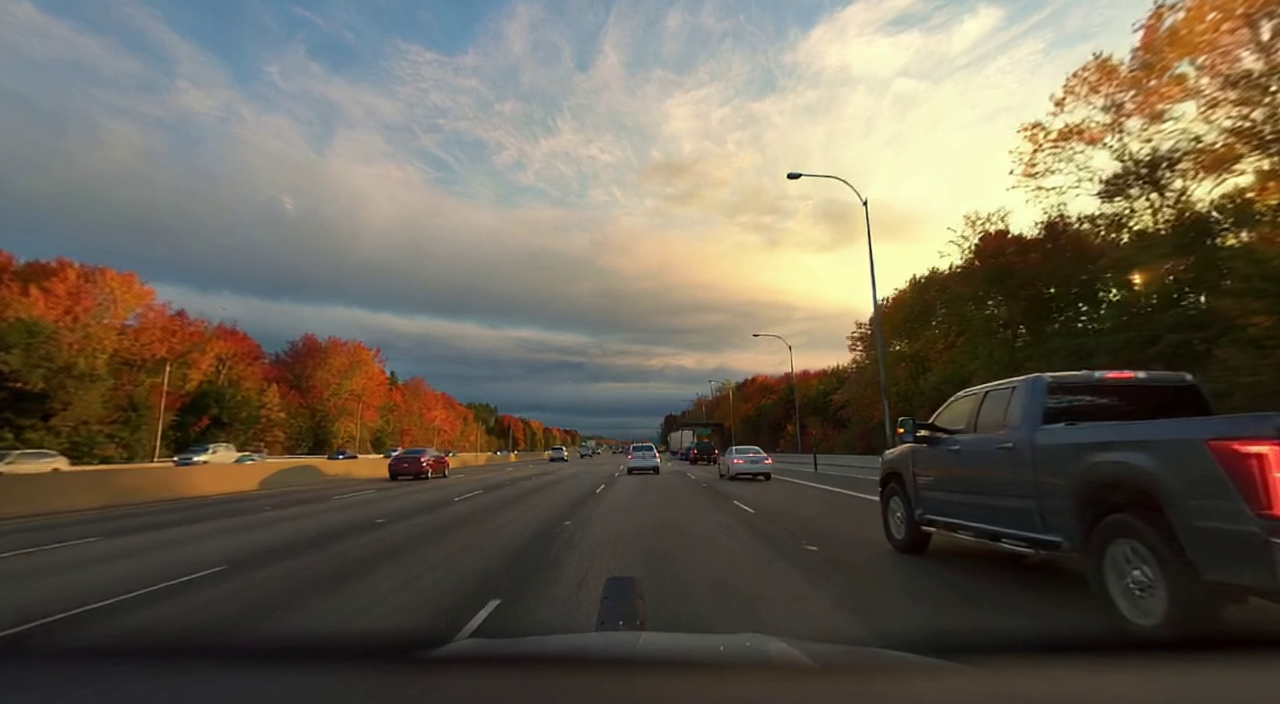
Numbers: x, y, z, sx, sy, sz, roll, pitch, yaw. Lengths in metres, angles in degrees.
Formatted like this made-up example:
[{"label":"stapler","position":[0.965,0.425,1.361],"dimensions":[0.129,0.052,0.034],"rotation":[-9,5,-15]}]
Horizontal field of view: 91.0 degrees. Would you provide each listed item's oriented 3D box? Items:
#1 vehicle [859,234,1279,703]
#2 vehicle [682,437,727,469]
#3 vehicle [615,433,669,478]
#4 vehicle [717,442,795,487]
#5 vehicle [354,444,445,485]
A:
[{"label":"vehicle","position":[3.818,0.821,4.002],"dimensions":[2.521,2.101,6.467],"rotation":[0,-9,0]},{"label":"vehicle","position":[4.230,6.785,42.390],"dimensions":[2.388,1.998,5.749],"rotation":[0,-9,0]},{"label":"vehicle","position":[0.131,4.992,30.530],"dimensions":[2.372,1.957,5.121],"rotation":[0,-9,1]},{"label":"vehicle","position":[4.270,4.233,24.055],"dimensions":[2.057,1.508,4.767],"rotation":[0,-9,0]},{"label":"vehicle","position":[-9.910,4.650,26.374],"dimensions":[1.989,1.529,4.433],"rotation":[0,-9,1]}]
